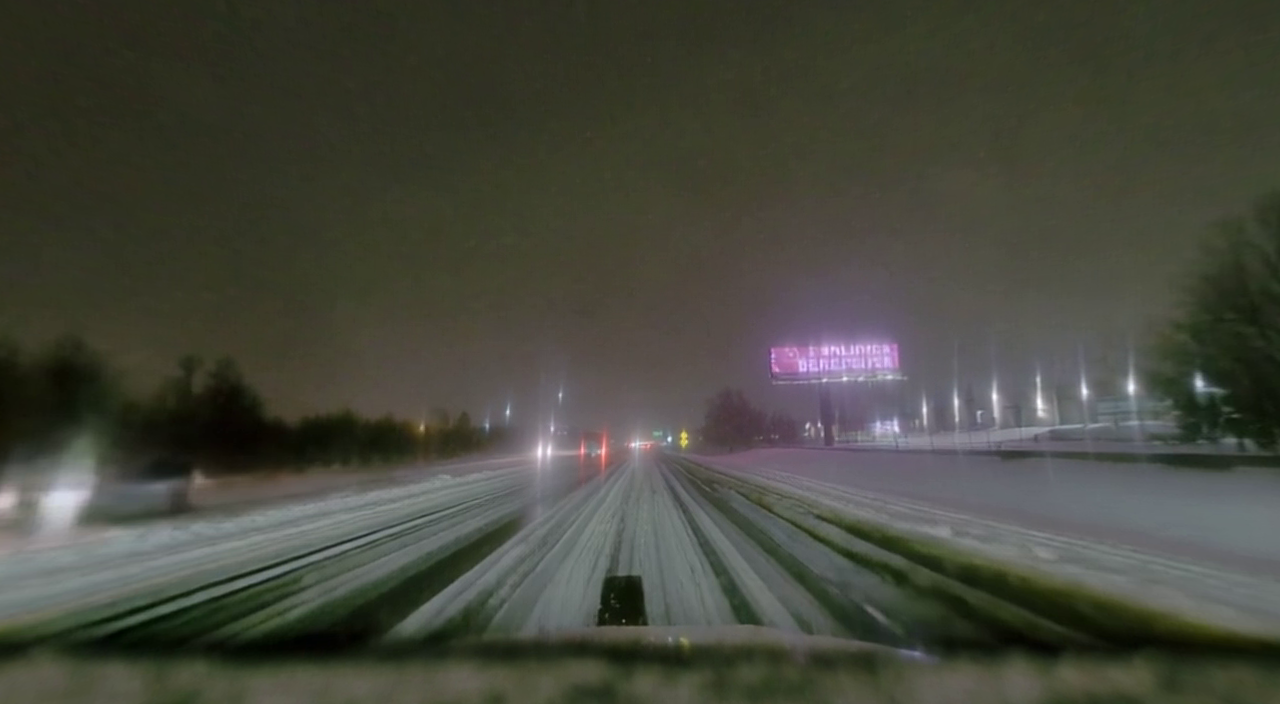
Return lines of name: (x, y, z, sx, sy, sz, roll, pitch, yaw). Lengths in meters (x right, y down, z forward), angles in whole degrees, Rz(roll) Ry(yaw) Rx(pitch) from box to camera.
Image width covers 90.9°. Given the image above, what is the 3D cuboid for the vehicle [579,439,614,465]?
vehicle: (-3.263, 7.623, 48.212, 2.159, 1.793, 5.027, -1, -8, 1)
